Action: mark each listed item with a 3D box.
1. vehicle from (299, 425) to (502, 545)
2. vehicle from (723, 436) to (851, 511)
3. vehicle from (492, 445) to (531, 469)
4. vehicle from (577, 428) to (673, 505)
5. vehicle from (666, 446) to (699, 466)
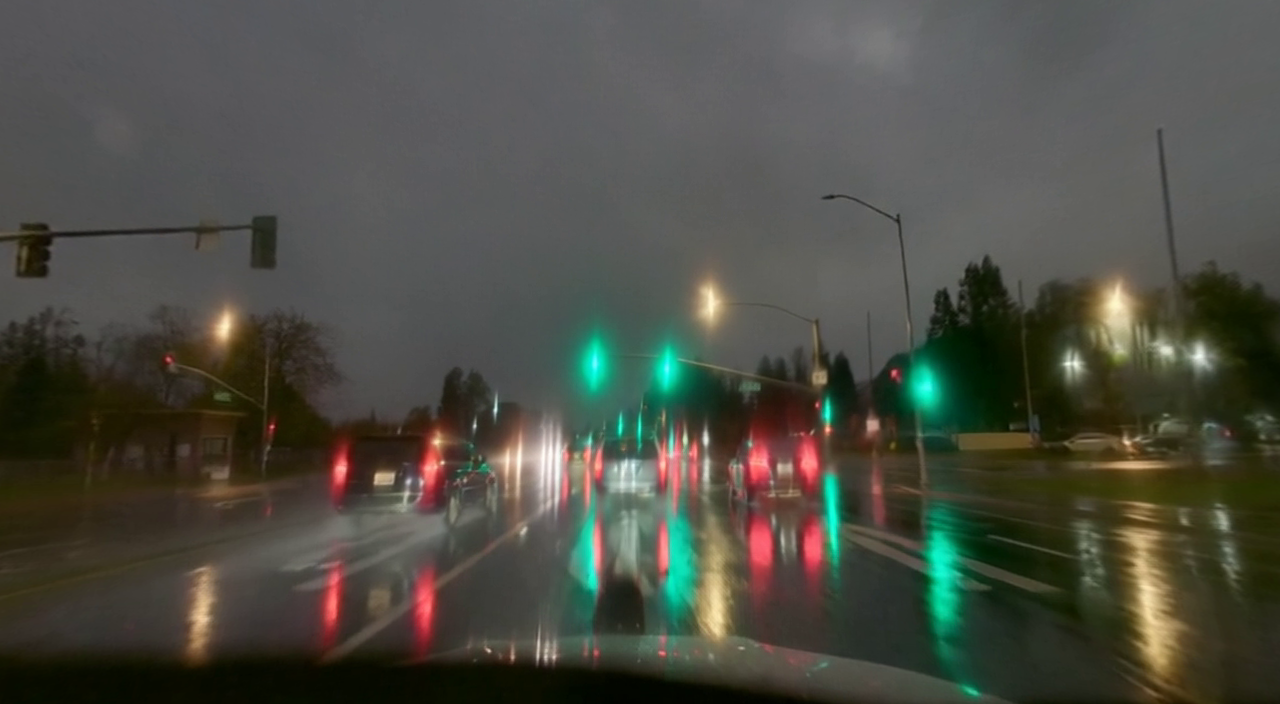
[{"bbox_3d":[-3.722,2.121,10.705,1.823,1.602,4.061,0,-8,0],"label":"vehicle"},{"bbox_3d":[3.342,2.845,15.286,2.068,1.541,4.041,0,-8,-1],"label":"vehicle"},{"bbox_3d":[-9.820,7.997,48.530,2.045,1.730,4.375,0,-8,0],"label":"vehicle"},{"bbox_3d":[-0.342,2.907,16.419,2.150,1.725,4.096,0,-8,0],"label":"vehicle"},{"bbox_3d":[3.261,8.126,49.466,2.171,1.469,4.420,0,-8,-1],"label":"vehicle"}]
